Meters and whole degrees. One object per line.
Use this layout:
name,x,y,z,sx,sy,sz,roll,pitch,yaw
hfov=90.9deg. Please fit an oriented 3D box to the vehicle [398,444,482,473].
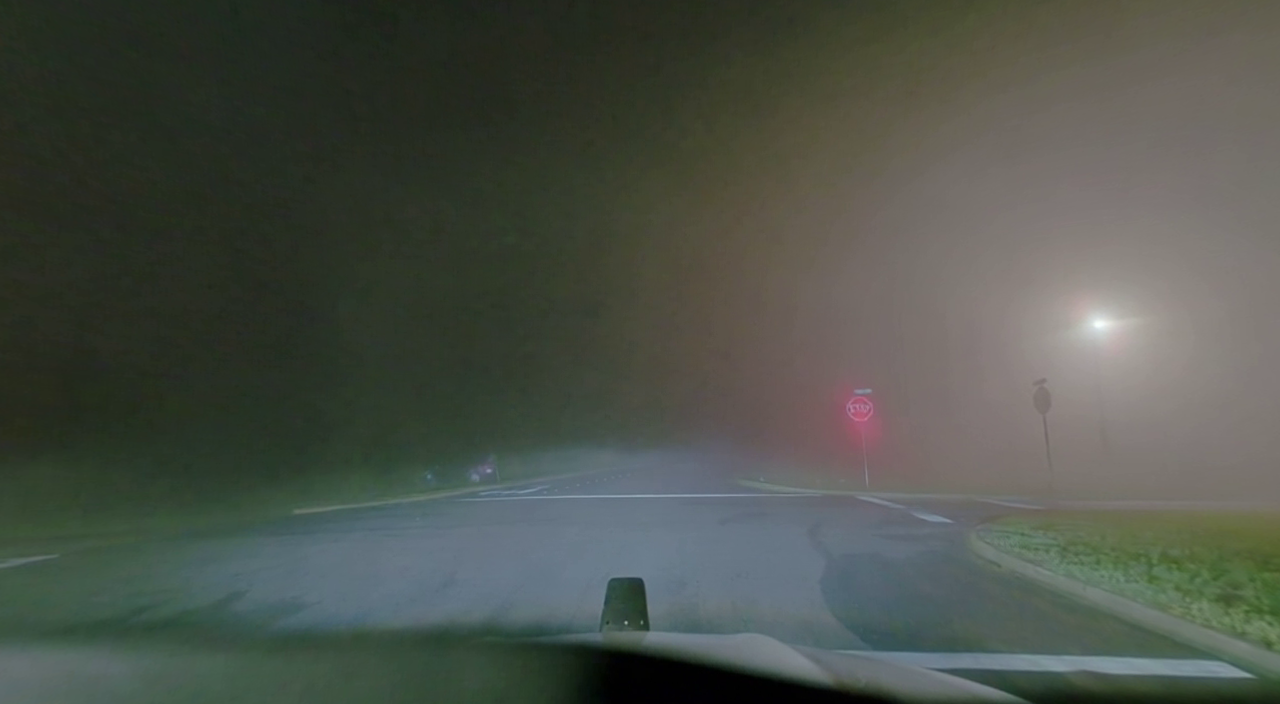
vehicle,-12.645,6.748,40.032,4.590,1.735,1.973,0,-8,3
